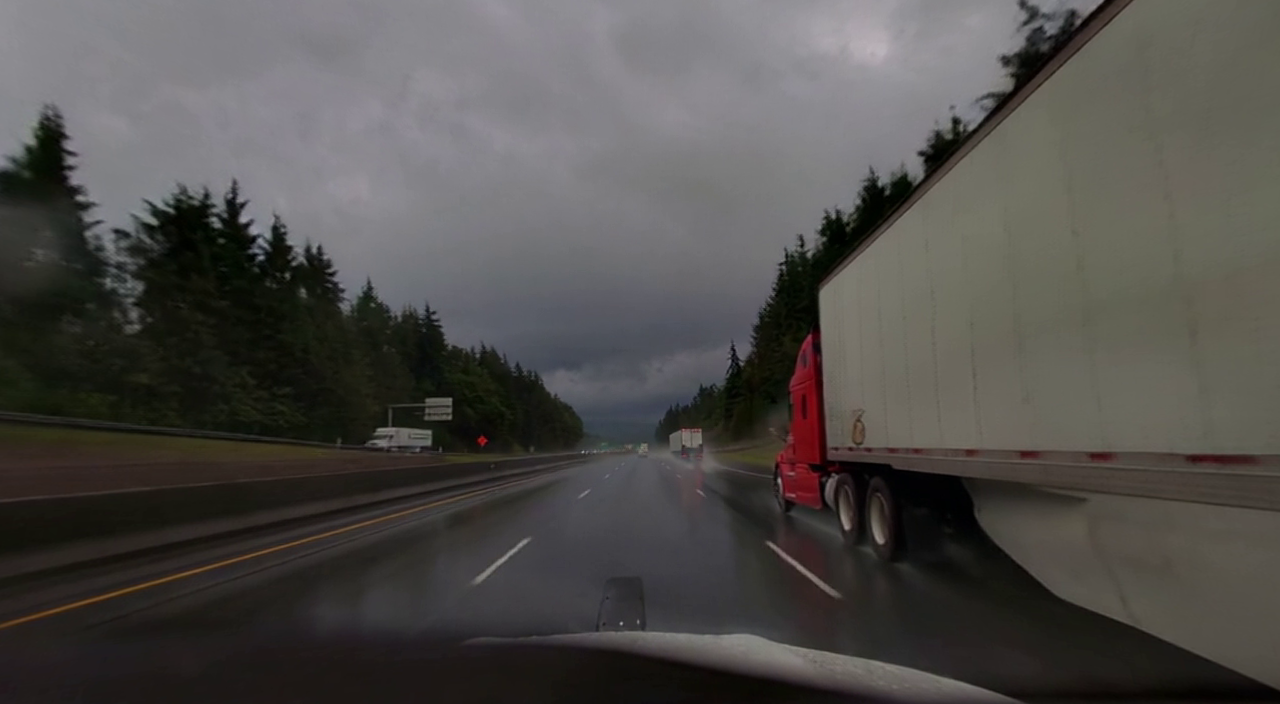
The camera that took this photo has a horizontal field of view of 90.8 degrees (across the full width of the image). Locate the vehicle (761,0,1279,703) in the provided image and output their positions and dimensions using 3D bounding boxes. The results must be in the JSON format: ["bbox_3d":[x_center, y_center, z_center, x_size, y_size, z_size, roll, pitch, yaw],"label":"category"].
[{"bbox_3d":[4.622,0.079,6.719,3.115,4.407,17.026,0,-9,-1],"label":"vehicle"}]

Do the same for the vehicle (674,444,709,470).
[{"bbox_3d":[3.393,6.989,42.119,2.019,1.601,3.953,0,-9,0],"label":"vehicle"}]
